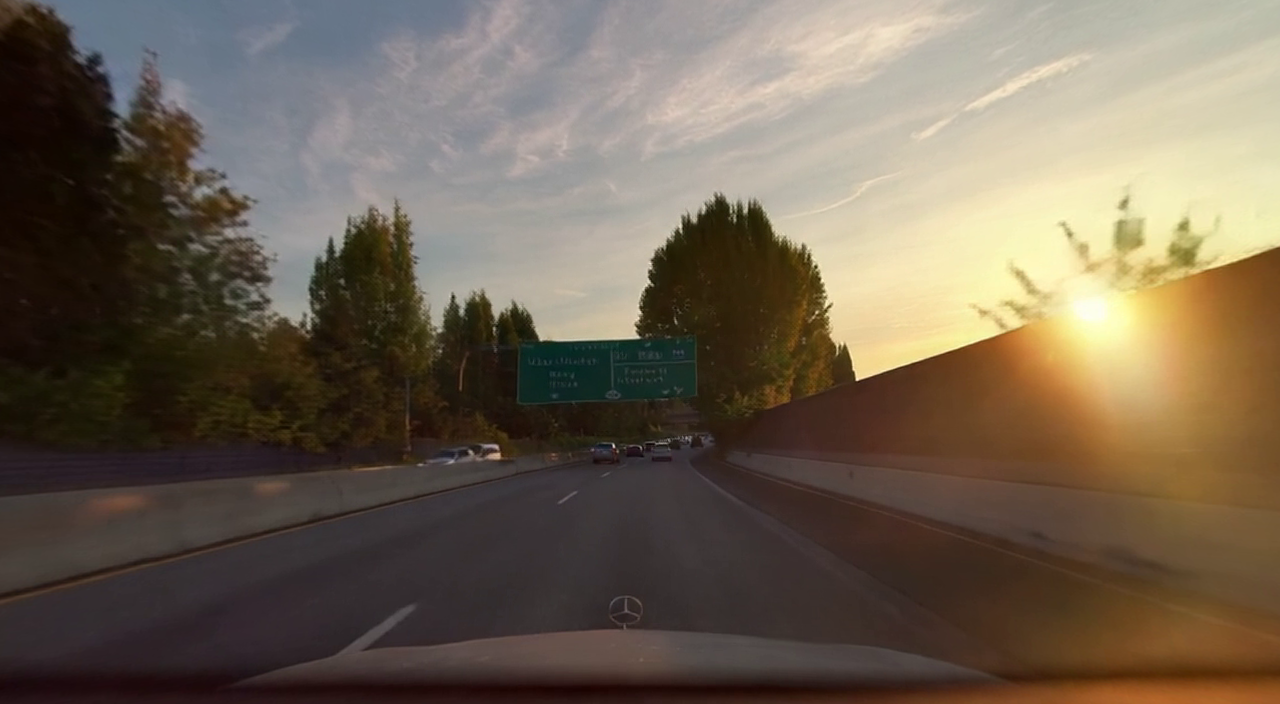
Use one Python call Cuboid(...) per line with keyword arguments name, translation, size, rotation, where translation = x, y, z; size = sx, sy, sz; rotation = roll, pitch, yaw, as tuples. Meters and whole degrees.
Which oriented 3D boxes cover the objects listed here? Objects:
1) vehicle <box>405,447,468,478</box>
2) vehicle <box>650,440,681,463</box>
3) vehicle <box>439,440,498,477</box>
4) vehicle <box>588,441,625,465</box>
Cuboid(name="vehicle", translation=(-13.363, 7.275, 41.766), size=(2.085, 1.879, 5.421), rotation=(-1, -8, 3))
Cuboid(name="vehicle", translation=(1.870, 7.137, 45.311), size=(2.077, 1.533, 3.854), rotation=(-1, -8, 3))
Cuboid(name="vehicle", translation=(-12.865, 8.002, 47.623), size=(2.577, 2.627, 5.306), rotation=(-1, -8, 4))
Cuboid(name="vehicle", translation=(-2.138, 6.565, 41.140), size=(1.985, 1.518, 3.847), rotation=(-1, -8, 4))
